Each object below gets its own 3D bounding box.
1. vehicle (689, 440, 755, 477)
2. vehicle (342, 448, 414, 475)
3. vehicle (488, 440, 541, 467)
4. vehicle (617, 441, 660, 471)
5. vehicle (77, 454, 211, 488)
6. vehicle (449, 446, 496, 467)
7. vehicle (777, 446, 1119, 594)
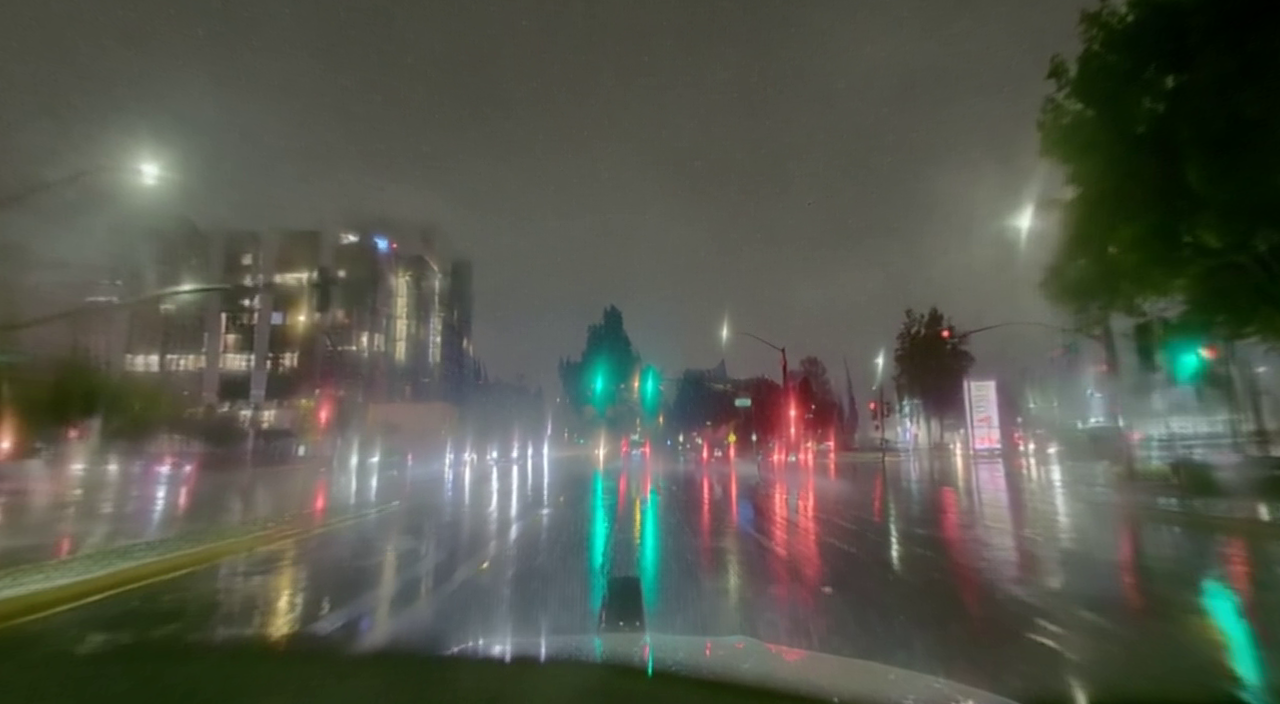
[{"bbox_3d":[3.585,4.761,28.484,2.226,1.490,4.593,0,-8,-2],"label":"vehicle"},{"bbox_3d":[-15.310,6.402,37.188,2.144,1.463,4.701,0,-8,1],"label":"vehicle"},{"bbox_3d":[-8.494,6.919,43.223,2.590,1.769,4.827,0,-8,0],"label":"vehicle"},{"bbox_3d":[-0.095,5.468,33.361,2.143,1.480,4.006,0,-8,0],"label":"vehicle"},{"bbox_3d":[-23.565,5.638,30.143,4.751,1.501,2.147,-1,-8,5],"label":"vehicle"},{"bbox_3d":[-12.219,7.638,46.385,2.181,1.440,4.253,0,-8,1],"label":"vehicle"},{"bbox_3d":[3.308,1.868,8.028,2.080,1.321,4.382,0,-8,-1],"label":"vehicle"}]
